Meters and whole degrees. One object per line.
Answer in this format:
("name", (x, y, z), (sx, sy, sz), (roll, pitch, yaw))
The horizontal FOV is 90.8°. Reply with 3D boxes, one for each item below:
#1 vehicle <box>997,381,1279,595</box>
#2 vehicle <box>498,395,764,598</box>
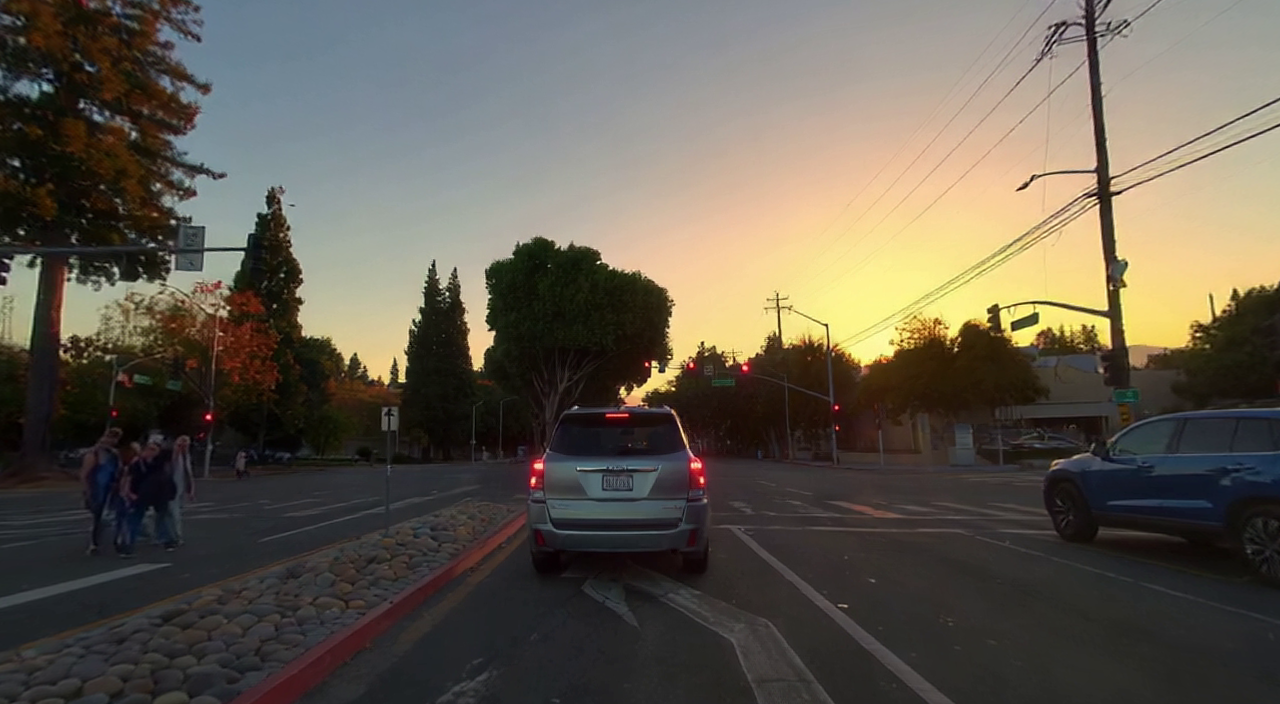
("vehicle", (6.581, 1.439, 7.243), (2.119, 1.827, 4.806), (0, -9, 0))
("vehicle", (-0.109, 1.562, 7.641), (2.285, 1.729, 4.252), (0, -9, -1))
